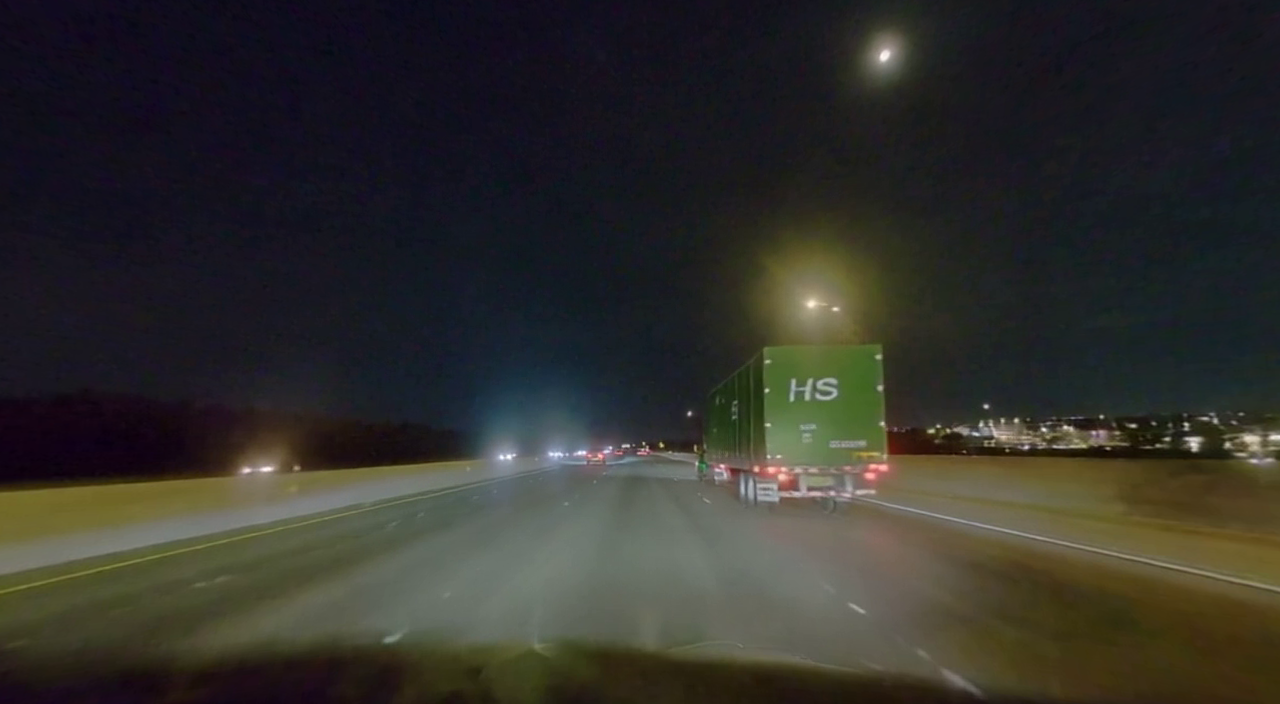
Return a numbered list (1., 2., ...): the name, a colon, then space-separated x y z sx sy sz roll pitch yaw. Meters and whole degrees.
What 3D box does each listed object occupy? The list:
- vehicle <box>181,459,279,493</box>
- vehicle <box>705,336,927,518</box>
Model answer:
1. vehicle: -19.744 5.972 30.425 1.832 1.402 4.349 0 -9 0
2. vehicle: 4.021 2.365 18.226 2.823 3.509 12.118 0 -9 0
